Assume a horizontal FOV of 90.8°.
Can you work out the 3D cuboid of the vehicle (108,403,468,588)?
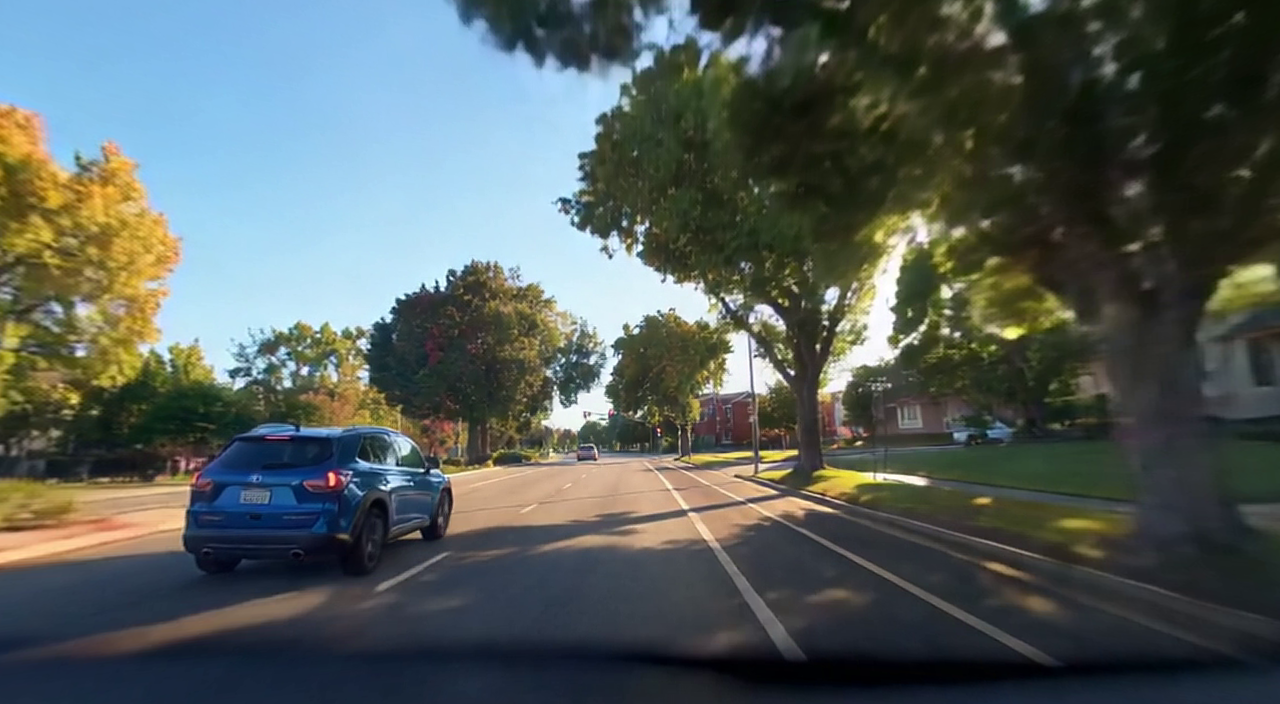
[{"bbox_3d":[-3.923,1.680,8.213,2.121,1.724,4.392,0,-9,0],"label":"vehicle"}]
